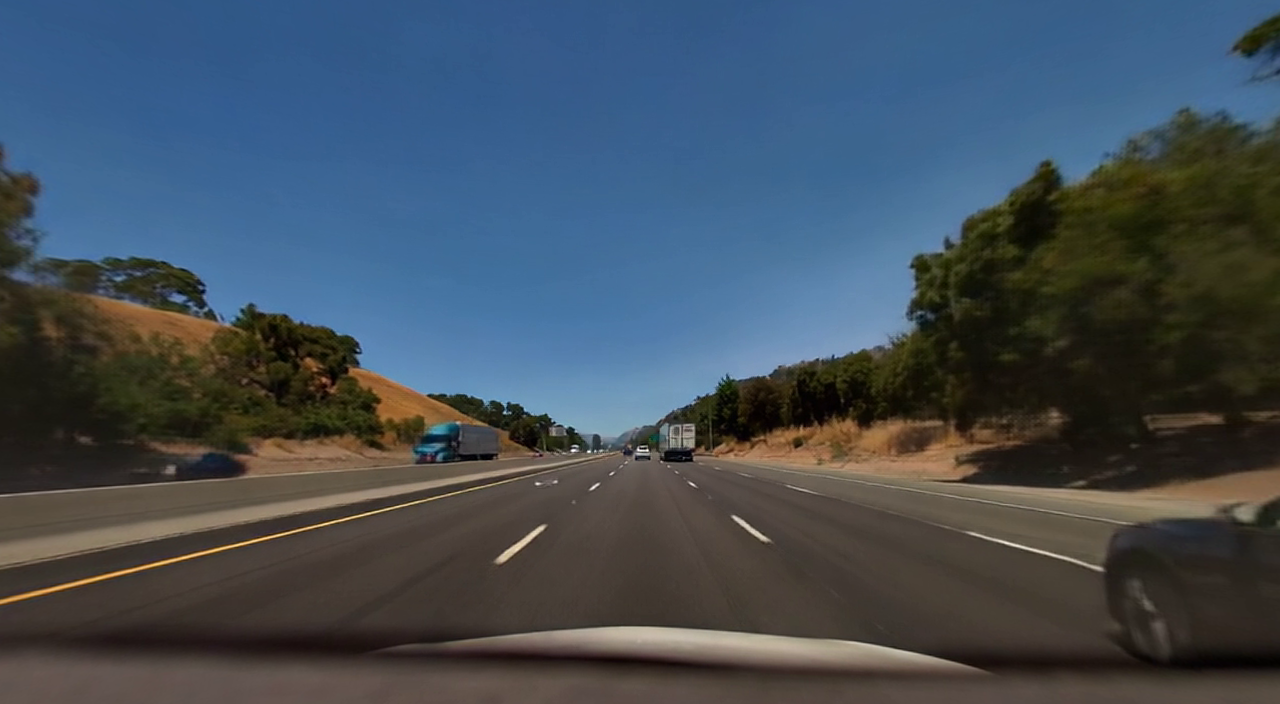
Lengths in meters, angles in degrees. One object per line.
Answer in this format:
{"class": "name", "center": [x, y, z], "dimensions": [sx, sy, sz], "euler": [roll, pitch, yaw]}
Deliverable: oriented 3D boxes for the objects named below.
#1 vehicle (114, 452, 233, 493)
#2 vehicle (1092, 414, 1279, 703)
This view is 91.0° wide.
{"class": "vehicle", "center": [-21.349, 5.491, 29.095], "dimensions": [1.966, 1.687, 4.493], "euler": [0, -9, 1]}
{"class": "vehicle", "center": [3.675, 0.849, 1.557], "dimensions": [1.976, 1.495, 4.217], "euler": [0, -9, 0]}
